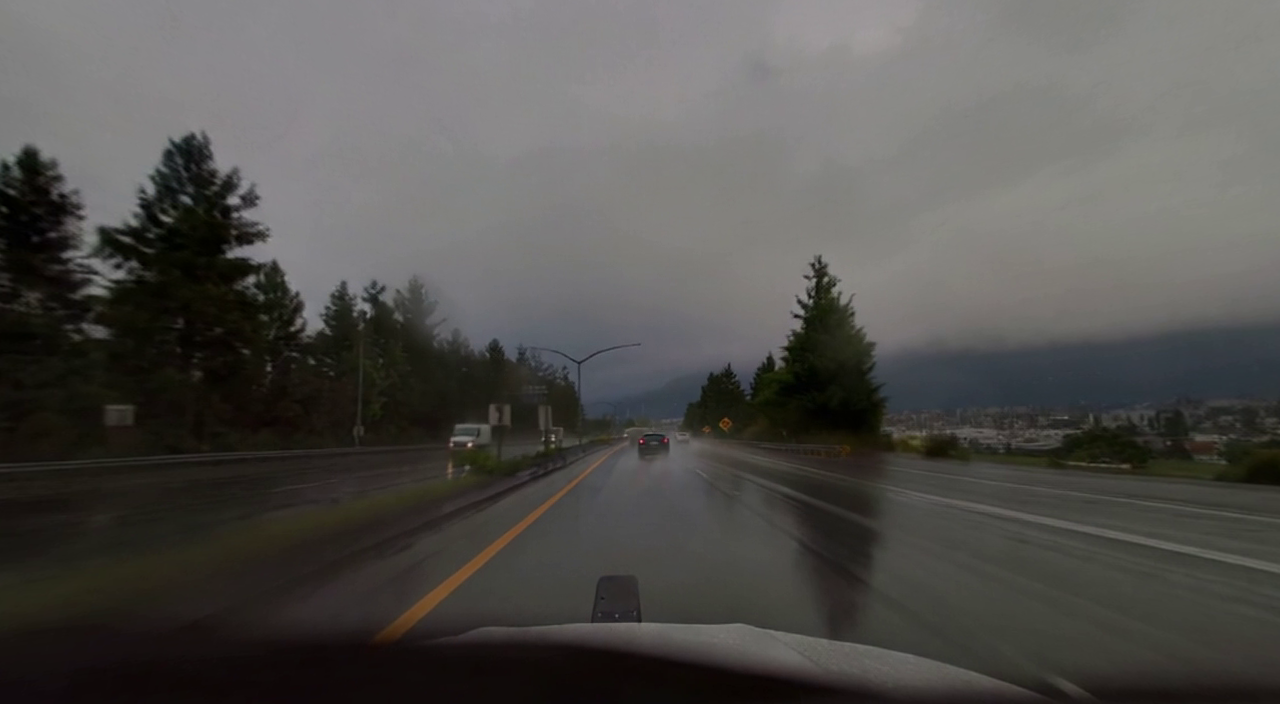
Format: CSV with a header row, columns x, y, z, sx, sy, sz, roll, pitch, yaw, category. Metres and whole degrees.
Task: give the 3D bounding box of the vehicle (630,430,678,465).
x,y,z,sx,sy,sz,roll,pitch,yaw,category
0.581,4.463,29.537,2.046,1.526,3.903,0,-8,-1,vehicle
